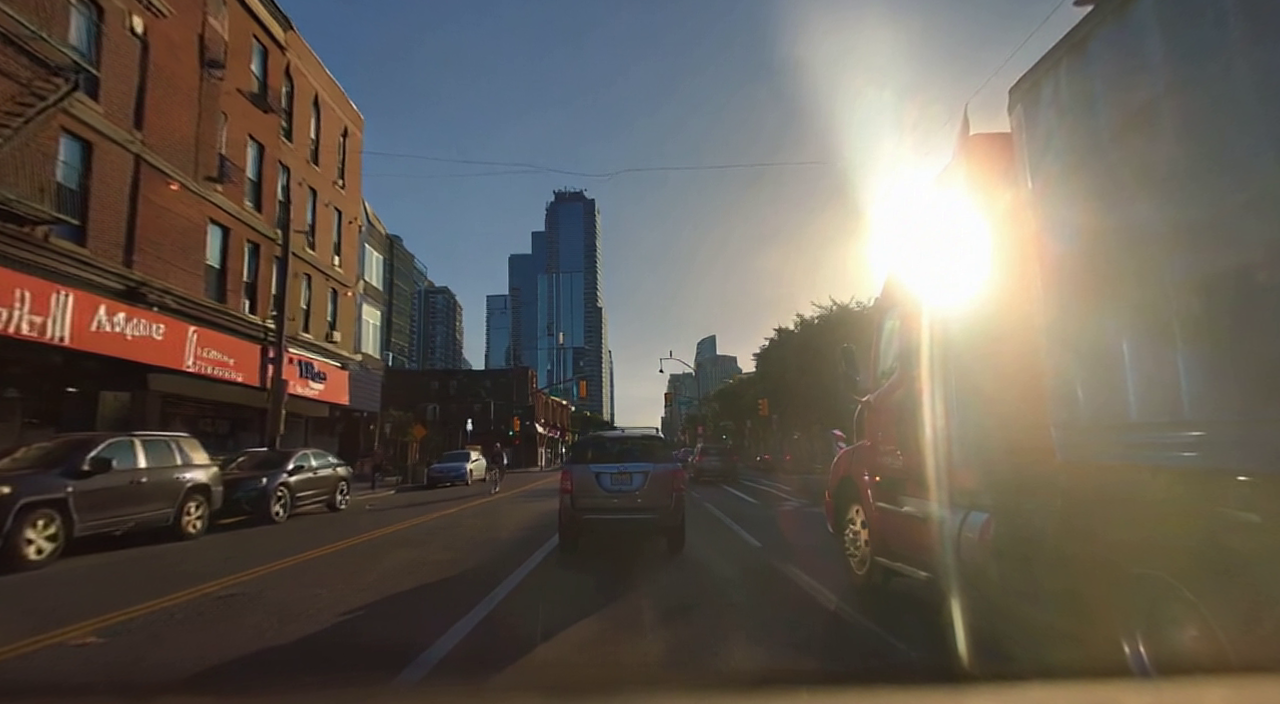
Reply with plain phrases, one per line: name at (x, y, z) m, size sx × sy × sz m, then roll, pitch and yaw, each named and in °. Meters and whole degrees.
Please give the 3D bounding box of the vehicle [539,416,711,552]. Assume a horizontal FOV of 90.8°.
vehicle at (-0.214, 2.091, 10.740) m, size 2.283 × 1.783 × 4.548 m, roll 0°, pitch -8°, yaw 0°

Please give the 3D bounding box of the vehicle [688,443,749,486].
vehicle at (3.288, 4.795, 27.328) m, size 2.159 × 1.696 × 4.316 m, roll 0°, pitch -8°, yaw 2°

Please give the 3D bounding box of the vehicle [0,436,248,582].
vehicle at (-8.806, 2.224, 9.764) m, size 2.065 × 1.758 × 5.144 m, roll 0°, pitch -8°, yaw 2°

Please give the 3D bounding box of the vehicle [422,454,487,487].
vehicle at (-8.707, 5.574, 30.039) m, size 1.805 × 1.379 × 4.359 m, roll 0°, pitch -8°, yaw -1°

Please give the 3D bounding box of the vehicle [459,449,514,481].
vehicle at (-8.702, 6.423, 36.233) m, size 2.084 × 1.686 × 4.422 m, roll 0°, pitch -8°, yaw -1°

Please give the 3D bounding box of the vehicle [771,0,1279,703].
vehicle at (2.929, -0.026, 2.112) m, size 2.913 × 3.771 × 9.716 m, roll 0°, pitch -8°, yaw 0°

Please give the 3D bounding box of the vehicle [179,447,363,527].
vehicle at (-8.844, 3.214, 15.682) m, size 1.896 × 1.652 × 4.269 m, roll 0°, pitch -8°, yaw 1°
